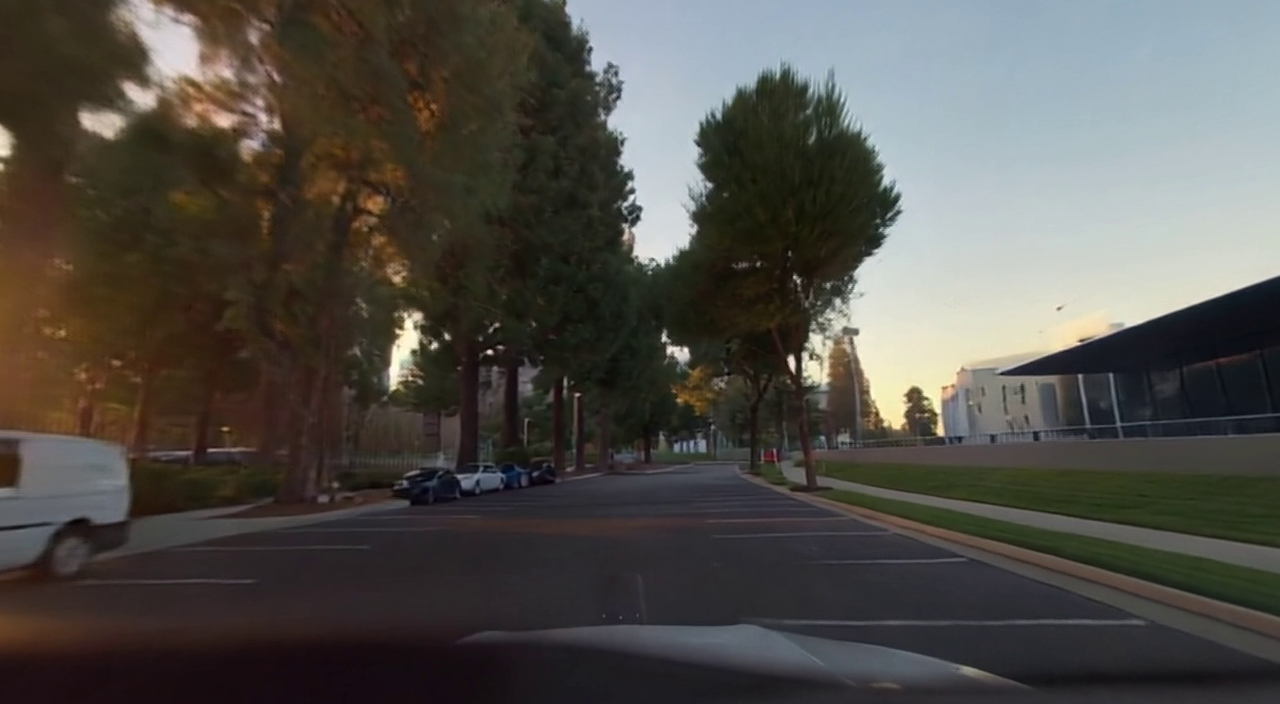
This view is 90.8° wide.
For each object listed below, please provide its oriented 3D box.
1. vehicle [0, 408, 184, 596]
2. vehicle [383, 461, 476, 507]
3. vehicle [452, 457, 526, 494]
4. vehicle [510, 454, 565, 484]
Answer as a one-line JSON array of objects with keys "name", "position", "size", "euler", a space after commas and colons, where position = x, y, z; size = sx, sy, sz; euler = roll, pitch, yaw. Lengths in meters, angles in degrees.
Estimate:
[{"name": "vehicle", "position": [-8.798, 1.756, 7.410], "size": [2.433, 2.193, 5.547], "euler": [0, -9, 4]}, {"name": "vehicle", "position": [-7.686, 4.830, 23.406], "size": [1.938, 1.191, 3.630], "euler": [-7, -8, 3]}, {"name": "vehicle", "position": [-6.929, 5.719, 29.602], "size": [2.038, 1.525, 4.383], "euler": [0, -9, 5]}, {"name": "vehicle", "position": [-6.407, 7.367, 39.996], "size": [2.360, 1.741, 4.912], "euler": [0, -9, 3]}]
